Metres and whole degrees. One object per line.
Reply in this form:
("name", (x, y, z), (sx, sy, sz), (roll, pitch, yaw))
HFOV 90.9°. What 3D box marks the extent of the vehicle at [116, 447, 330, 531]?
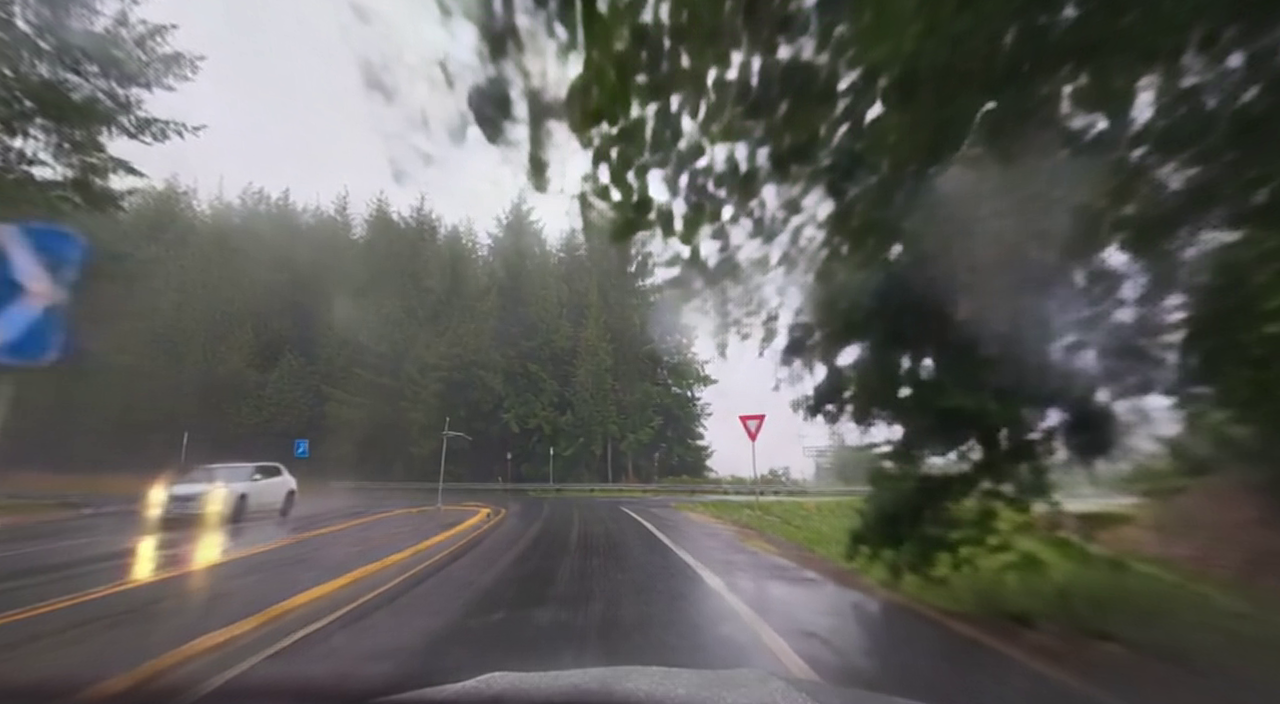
("vehicle", (-9.164, 3.042, 14.363), (1.889, 1.583, 3.992), (0, -10, 4))
